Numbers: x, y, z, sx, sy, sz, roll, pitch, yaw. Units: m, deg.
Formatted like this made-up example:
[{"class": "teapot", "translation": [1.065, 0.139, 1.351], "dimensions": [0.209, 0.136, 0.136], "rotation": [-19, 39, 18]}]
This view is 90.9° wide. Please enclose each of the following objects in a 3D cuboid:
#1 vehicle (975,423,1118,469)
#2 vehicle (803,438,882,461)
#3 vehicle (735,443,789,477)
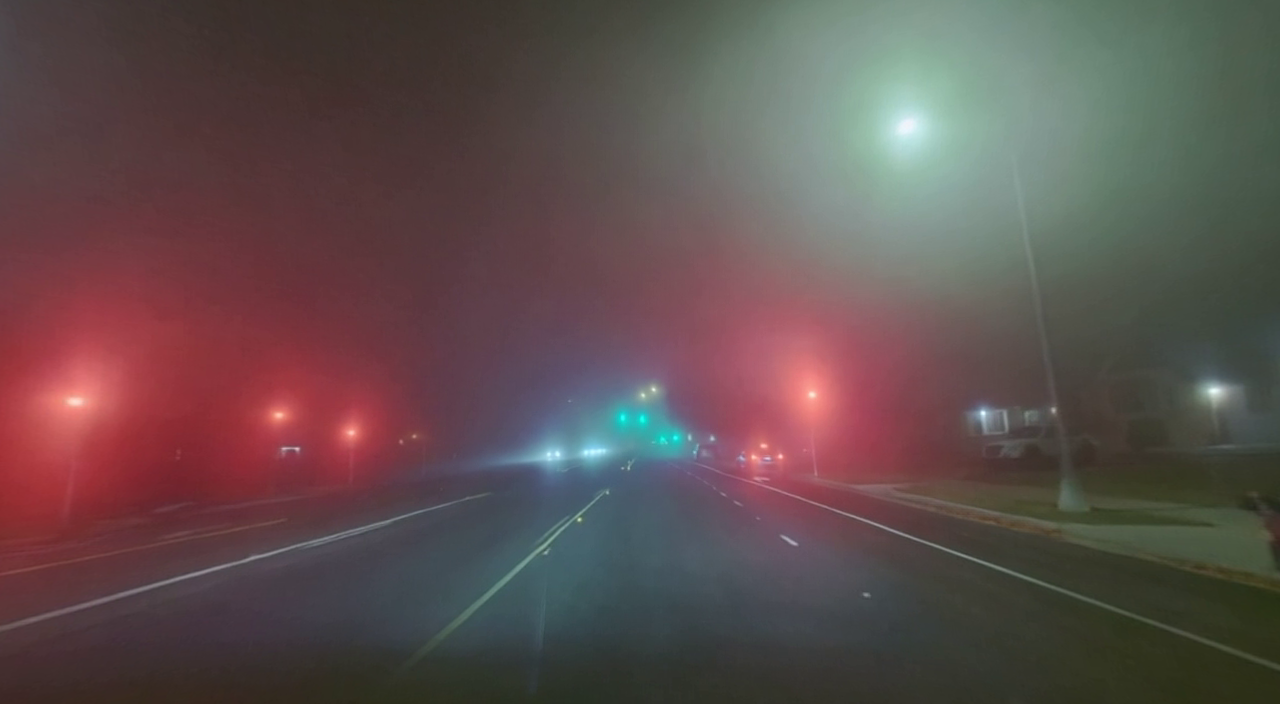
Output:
[{"class": "vehicle", "translation": [14.637, 3.402, 22.870], "dimensions": [3.769, 1.598, 1.987], "rotation": [0, -8, 1]}, {"class": "vehicle", "translation": [13.111, 6.328, 40.983], "dimensions": [4.461, 1.461, 1.805], "rotation": [0, -8, 0]}, {"class": "vehicle", "translation": [5.889, 5.248, 30.999], "dimensions": [1.855, 1.520, 4.808], "rotation": [0, -8, 2]}]
